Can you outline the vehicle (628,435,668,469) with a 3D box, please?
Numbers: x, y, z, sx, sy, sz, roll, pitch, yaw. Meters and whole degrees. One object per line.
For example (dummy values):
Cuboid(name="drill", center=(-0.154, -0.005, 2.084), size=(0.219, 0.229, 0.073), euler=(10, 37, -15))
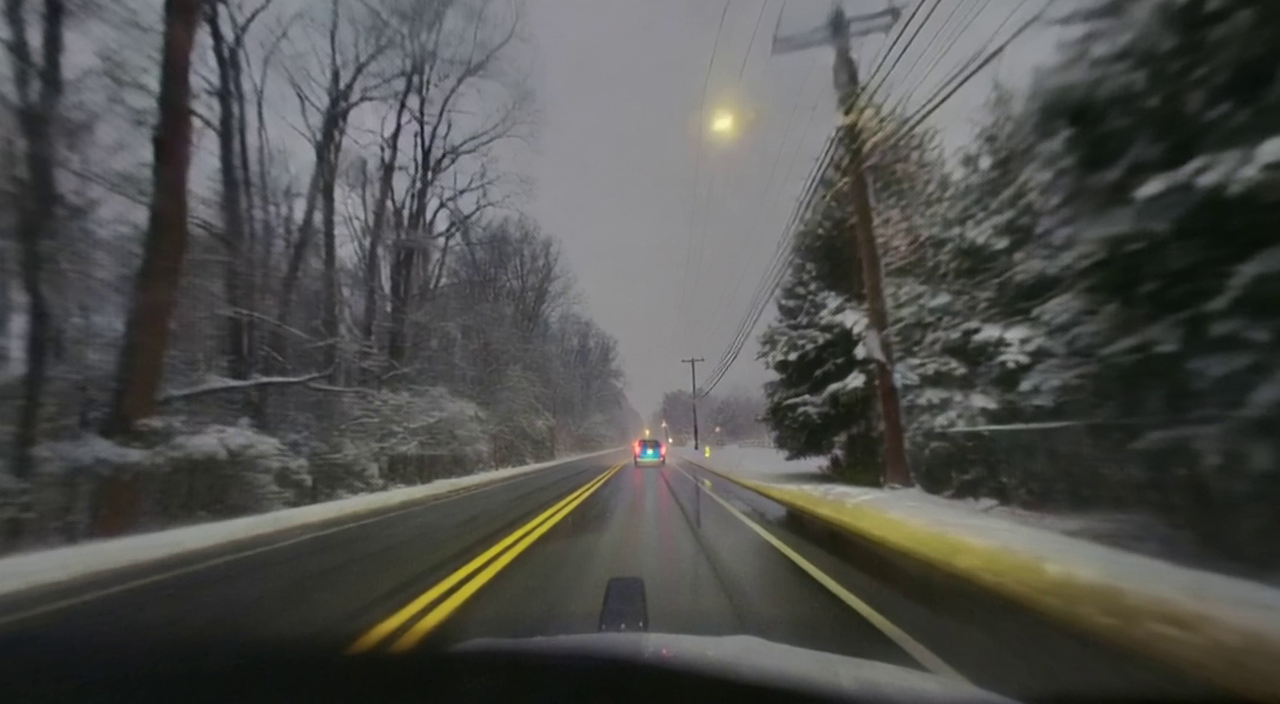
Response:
Cuboid(name="vehicle", center=(0.511, 6.570, 41.651), size=(2.468, 2.056, 4.422), euler=(0, -8, 0))
